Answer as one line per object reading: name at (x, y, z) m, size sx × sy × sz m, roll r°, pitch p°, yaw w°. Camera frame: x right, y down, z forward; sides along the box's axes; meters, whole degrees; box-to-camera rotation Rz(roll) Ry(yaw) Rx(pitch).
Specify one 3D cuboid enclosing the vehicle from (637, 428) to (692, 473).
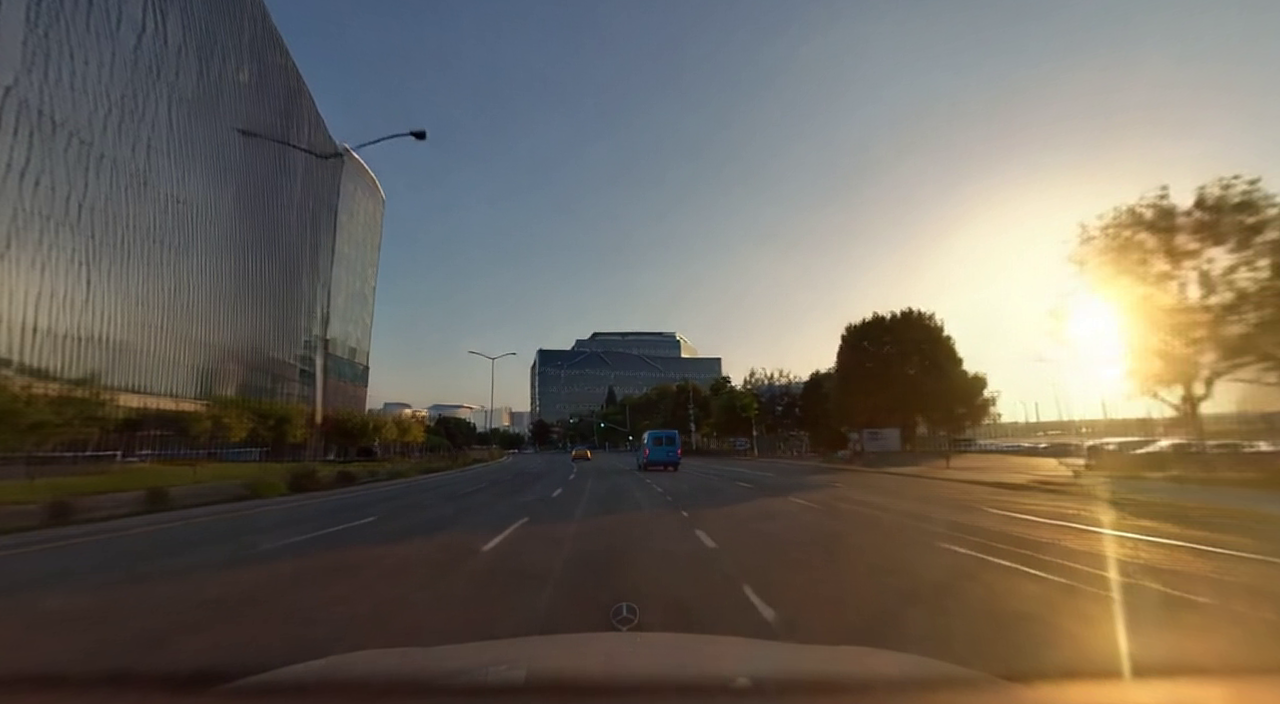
vehicle at (1.234, 5.354, 34.506) m, size 2.339 × 2.244 × 4.817 m, roll 1°, pitch -8°, yaw -6°

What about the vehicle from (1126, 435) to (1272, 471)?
vehicle at (23.867, 4.335, 27.015) m, size 4.271 × 1.470 × 1.940 m, roll -1°, pitch -8°, yaw 3°
